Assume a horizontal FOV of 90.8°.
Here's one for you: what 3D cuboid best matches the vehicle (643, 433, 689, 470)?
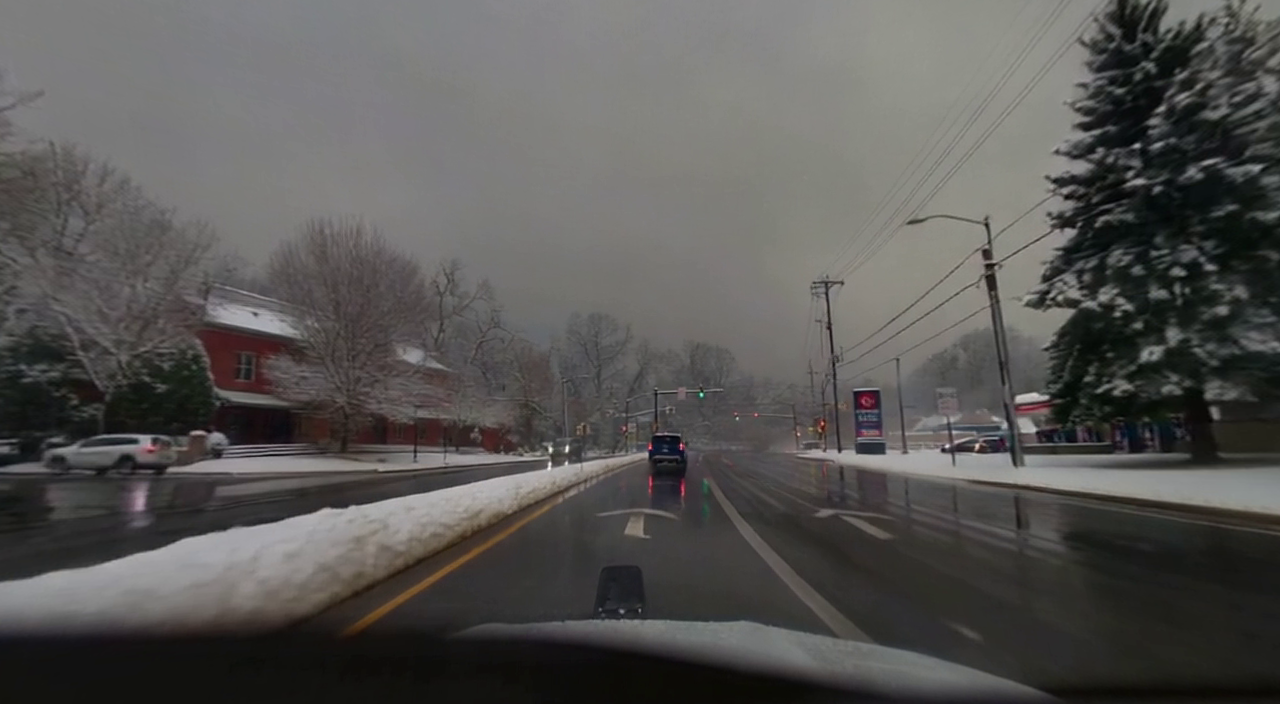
[{"bbox_3d":[1.274,4.689,29.892,2.032,1.621,4.082,-1,-8,4],"label":"vehicle"}]

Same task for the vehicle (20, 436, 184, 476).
[{"bbox_3d":[-21.464,4.141,25.492,4.430,1.493,2.210,3,-9,-19],"label":"vehicle"}]
